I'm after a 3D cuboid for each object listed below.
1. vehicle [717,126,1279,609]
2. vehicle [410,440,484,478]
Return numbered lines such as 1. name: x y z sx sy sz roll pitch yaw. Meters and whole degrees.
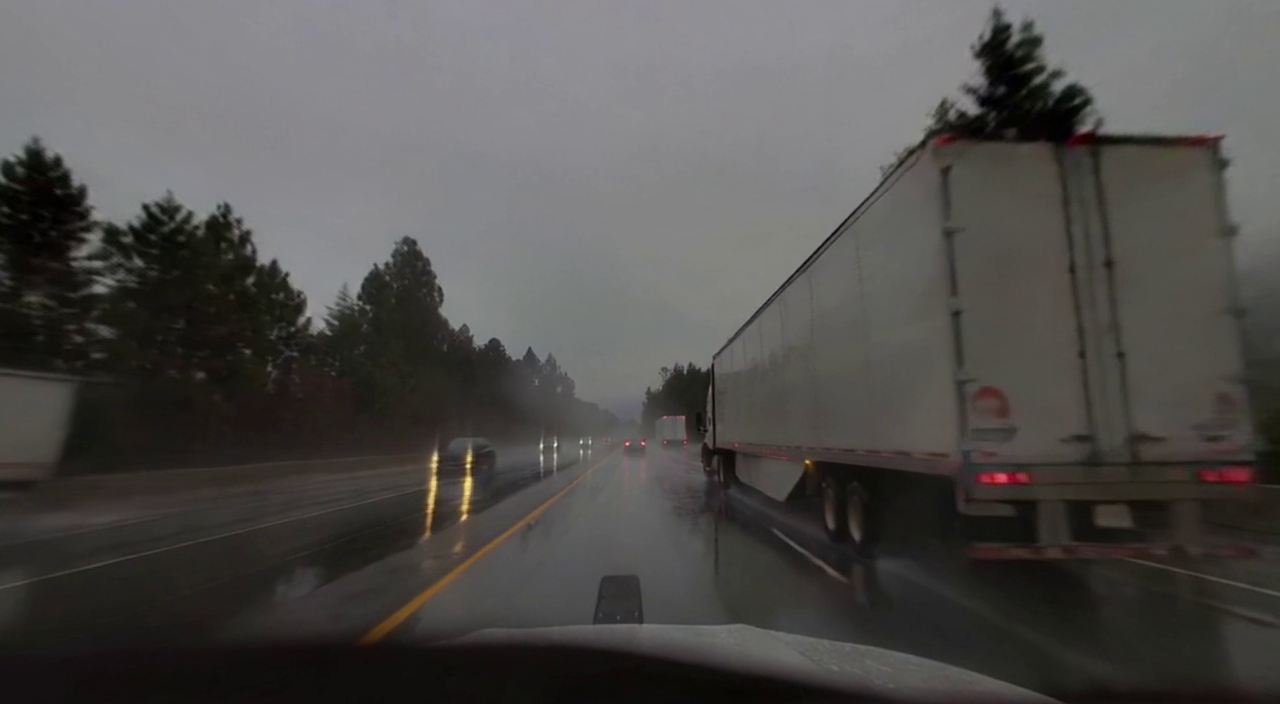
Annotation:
1. vehicle: 3.904 0.960 12.090 2.919 4.004 13.911 0 -8 -1
2. vehicle: -8.200 4.550 27.108 1.912 1.506 3.878 0 -8 0
